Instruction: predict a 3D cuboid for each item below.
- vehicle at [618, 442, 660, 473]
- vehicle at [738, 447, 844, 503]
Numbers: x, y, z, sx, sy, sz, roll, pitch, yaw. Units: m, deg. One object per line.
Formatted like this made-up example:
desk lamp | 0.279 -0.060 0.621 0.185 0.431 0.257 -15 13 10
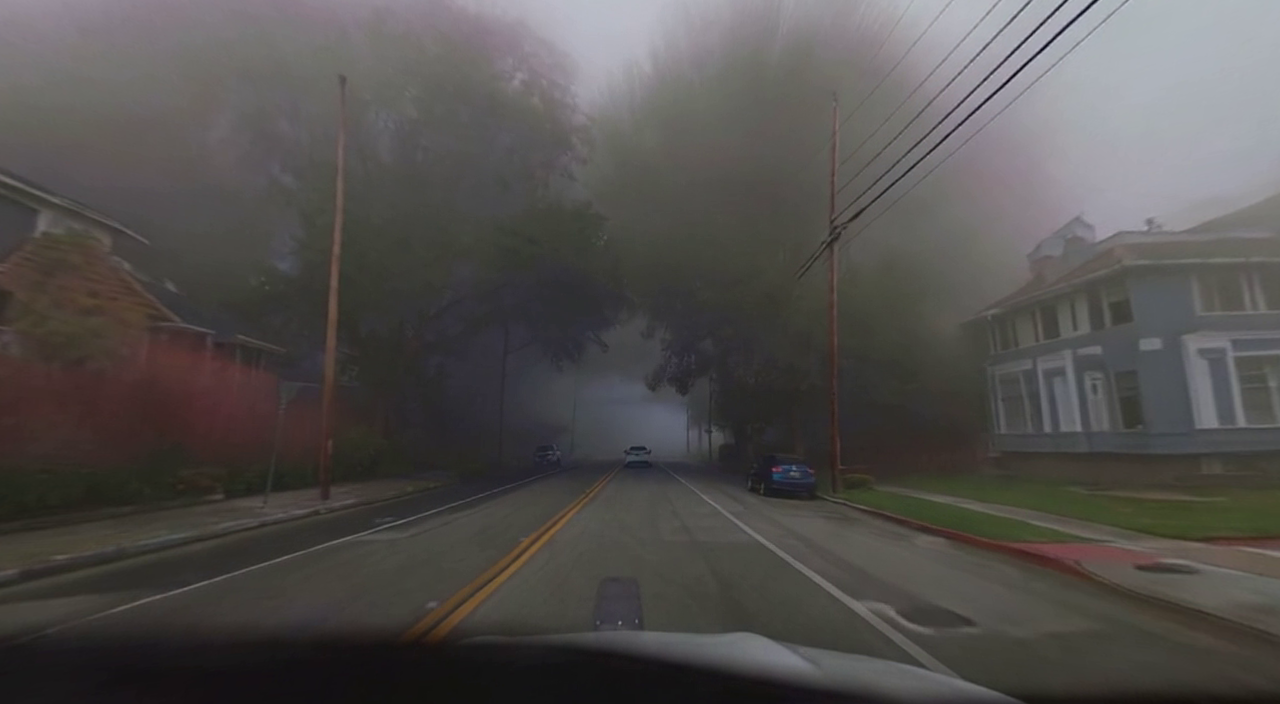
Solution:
vehicle | -0.081 5.559 33.331 2.104 1.500 3.815 0 -8 -1
vehicle | 4.489 3.728 19.640 1.977 1.481 5.155 0 -8 -1
